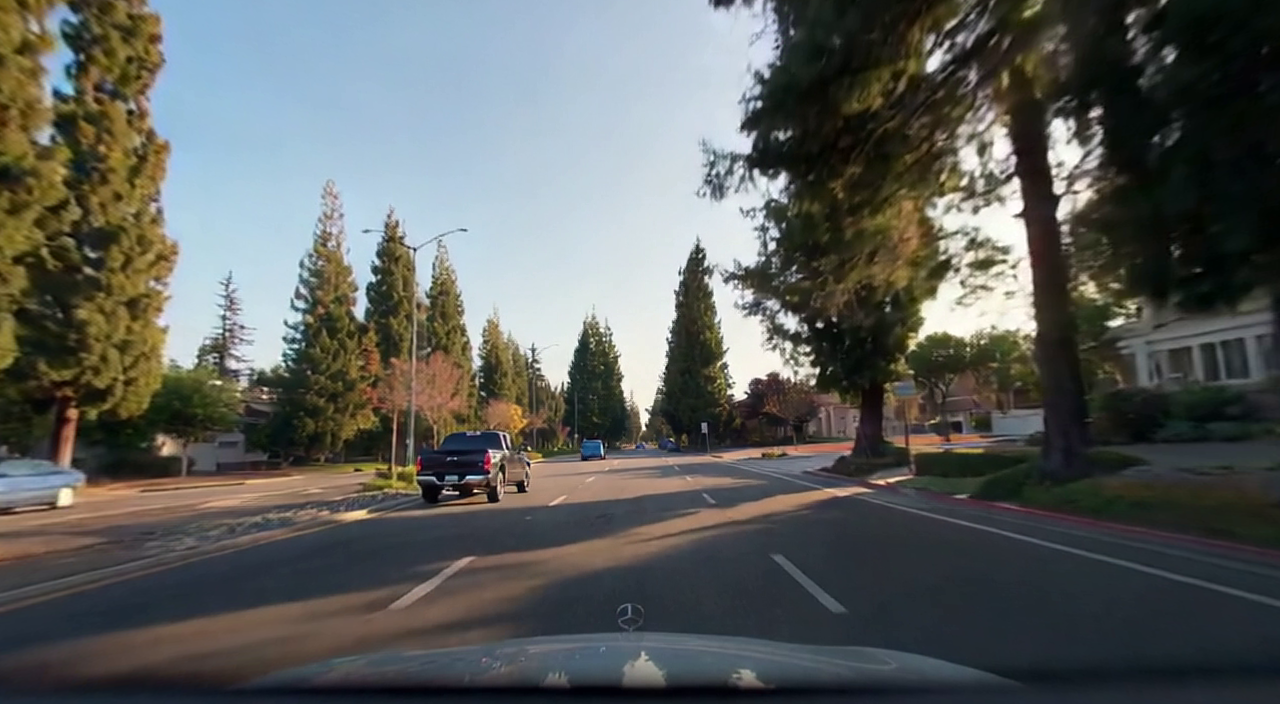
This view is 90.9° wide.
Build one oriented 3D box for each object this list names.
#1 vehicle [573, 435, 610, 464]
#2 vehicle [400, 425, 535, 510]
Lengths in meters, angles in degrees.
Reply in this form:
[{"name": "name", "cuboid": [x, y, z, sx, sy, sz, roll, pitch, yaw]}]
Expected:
[{"name": "vehicle", "cuboid": [-3.480, 7.075, 45.905, 2.230, 1.987, 4.385, -1, -8, 1]}, {"name": "vehicle", "cuboid": [-4.036, 2.788, 15.685, 2.002, 1.747, 4.728, 0, -8, 0]}]
